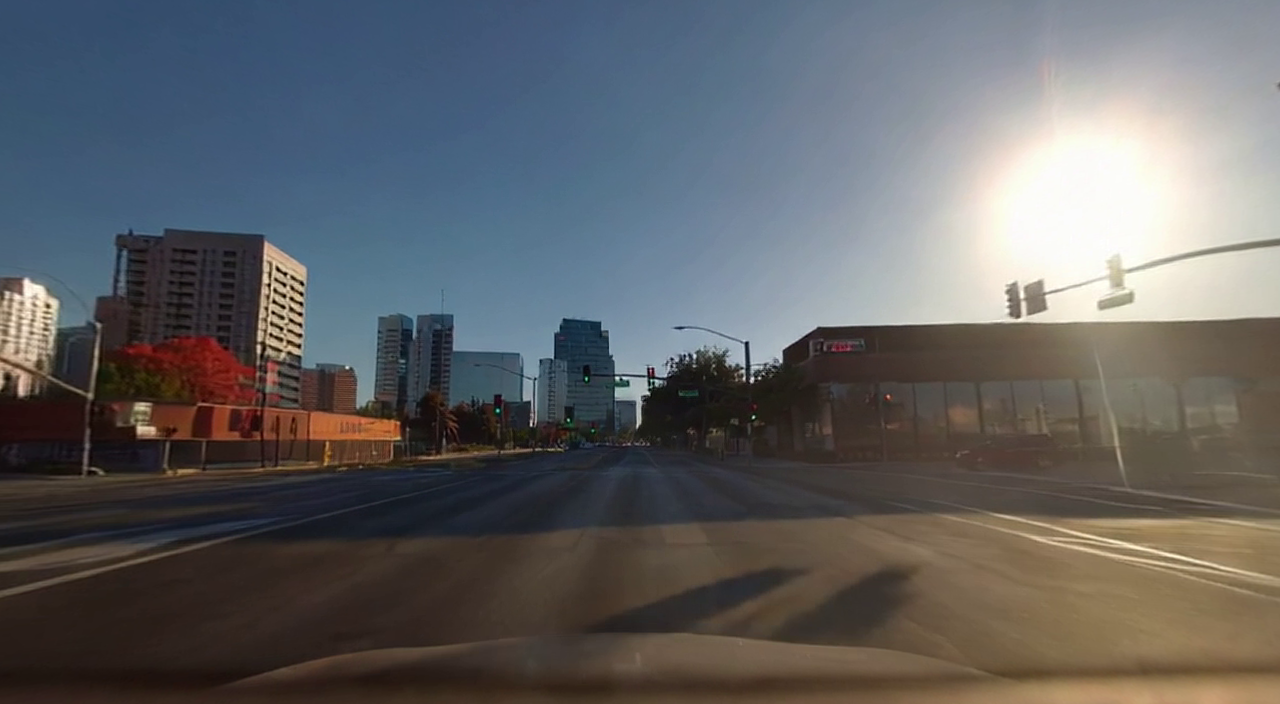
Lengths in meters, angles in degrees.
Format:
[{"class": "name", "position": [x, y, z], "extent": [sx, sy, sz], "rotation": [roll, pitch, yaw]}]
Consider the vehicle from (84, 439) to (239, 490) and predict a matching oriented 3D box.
[{"class": "vehicle", "position": [-19.070, 4.489, 25.507], "extent": [2.010, 1.833, 5.365], "rotation": [0, -9, 0]}]

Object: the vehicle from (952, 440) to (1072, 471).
[{"class": "vehicle", "position": [17.732, 4.949, 30.137], "extent": [4.583, 1.426, 1.892], "rotation": [0, -9, -2]}]
